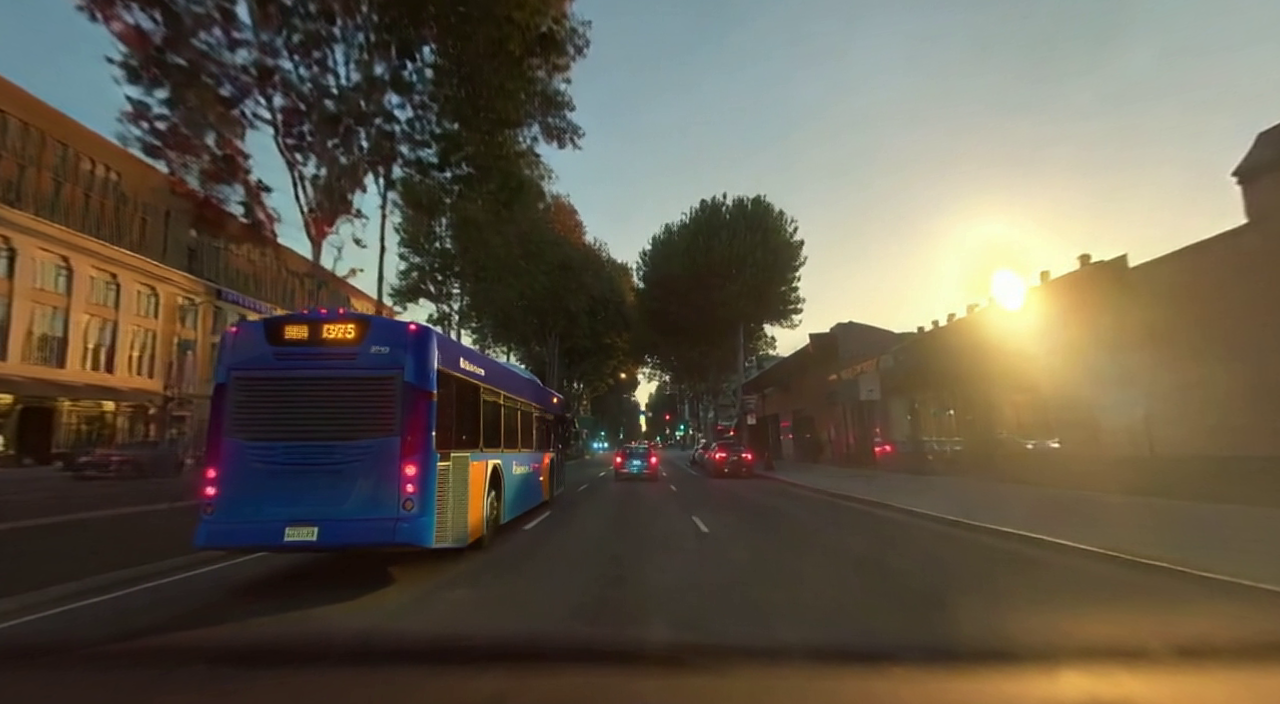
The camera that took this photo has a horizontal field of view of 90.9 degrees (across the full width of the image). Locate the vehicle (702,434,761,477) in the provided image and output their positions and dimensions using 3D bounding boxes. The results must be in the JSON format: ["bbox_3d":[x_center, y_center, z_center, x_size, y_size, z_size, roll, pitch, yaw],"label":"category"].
[{"bbox_3d":[4.139,4.743,29.161,2.138,1.787,4.522,0,-8,1],"label":"vehicle"}]

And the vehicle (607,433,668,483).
[{"bbox_3d":[-0.060,3.992,24.036,2.120,1.727,3.917,0,-8,1],"label":"vehicle"}]

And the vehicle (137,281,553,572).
[{"bbox_3d":[-3.501,1.140,10.588,2.920,2.884,8.588,0,-6,-1],"label":"vehicle"}]
